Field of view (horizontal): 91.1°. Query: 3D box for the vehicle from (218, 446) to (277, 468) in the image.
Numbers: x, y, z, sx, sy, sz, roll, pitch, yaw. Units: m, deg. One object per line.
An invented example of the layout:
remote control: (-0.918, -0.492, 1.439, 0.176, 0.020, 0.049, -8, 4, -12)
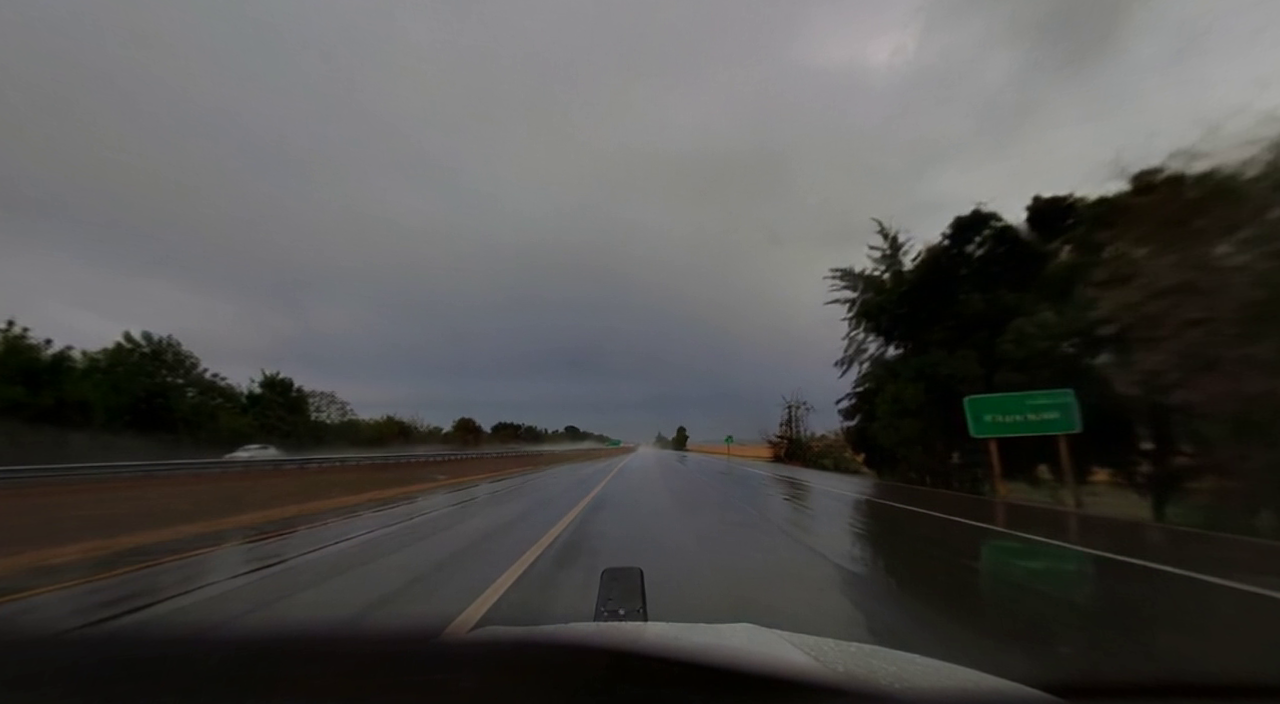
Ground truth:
vehicle: (-28.142, 7.505, 45.104, 1.776, 1.458, 3.680, 0, -8, 1)
